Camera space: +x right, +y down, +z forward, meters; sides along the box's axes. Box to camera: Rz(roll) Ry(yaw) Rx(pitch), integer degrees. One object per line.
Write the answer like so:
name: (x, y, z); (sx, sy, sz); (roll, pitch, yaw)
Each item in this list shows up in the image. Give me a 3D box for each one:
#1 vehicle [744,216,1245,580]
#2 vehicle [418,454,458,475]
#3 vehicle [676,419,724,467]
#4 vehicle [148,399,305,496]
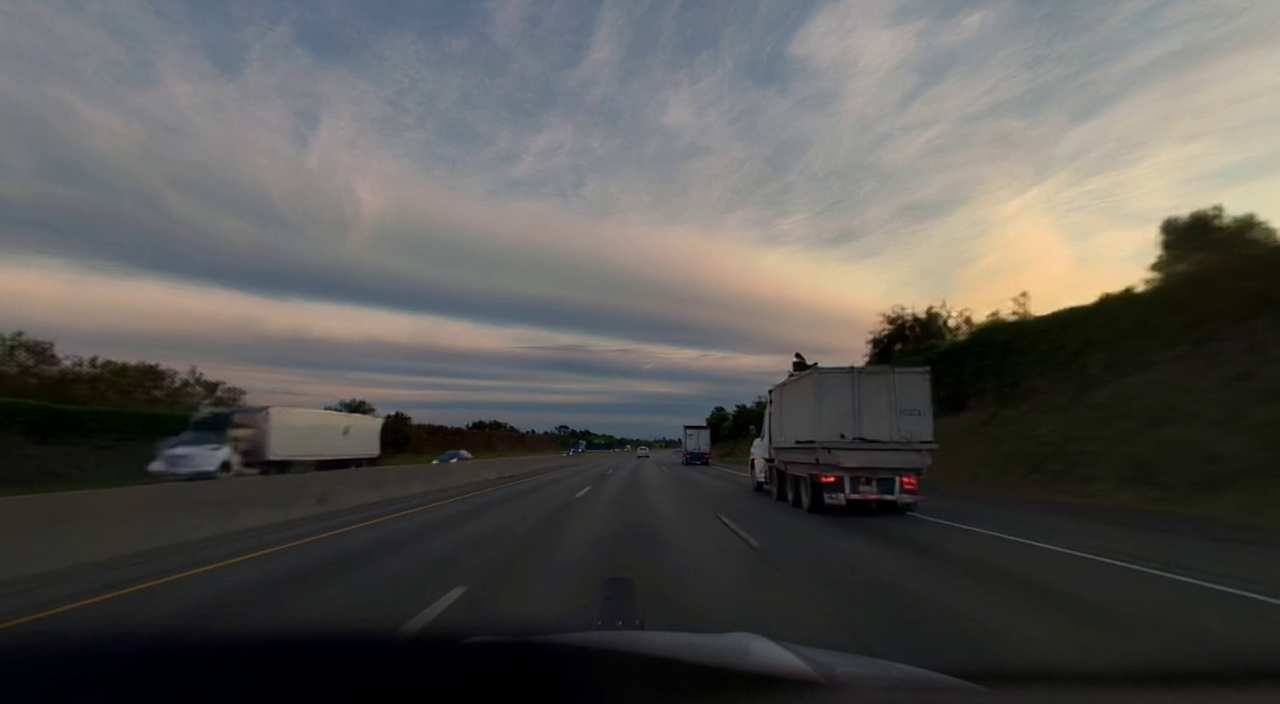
vehicle: (4.440, 1.205, 11.698); (3.032, 3.785, 10.333); (0, -9, -1)
vehicle: (-14.631, 8.129, 45.792); (1.641, 1.413, 3.718); (0, -9, 0)
vehicle: (4.445, 7.033, 48.381); (2.771, 3.313, 8.121); (0, -9, -1)
vehicle: (-18.849, 4.432, 29.351); (3.052, 4.014, 5.939); (0, -9, 0)
